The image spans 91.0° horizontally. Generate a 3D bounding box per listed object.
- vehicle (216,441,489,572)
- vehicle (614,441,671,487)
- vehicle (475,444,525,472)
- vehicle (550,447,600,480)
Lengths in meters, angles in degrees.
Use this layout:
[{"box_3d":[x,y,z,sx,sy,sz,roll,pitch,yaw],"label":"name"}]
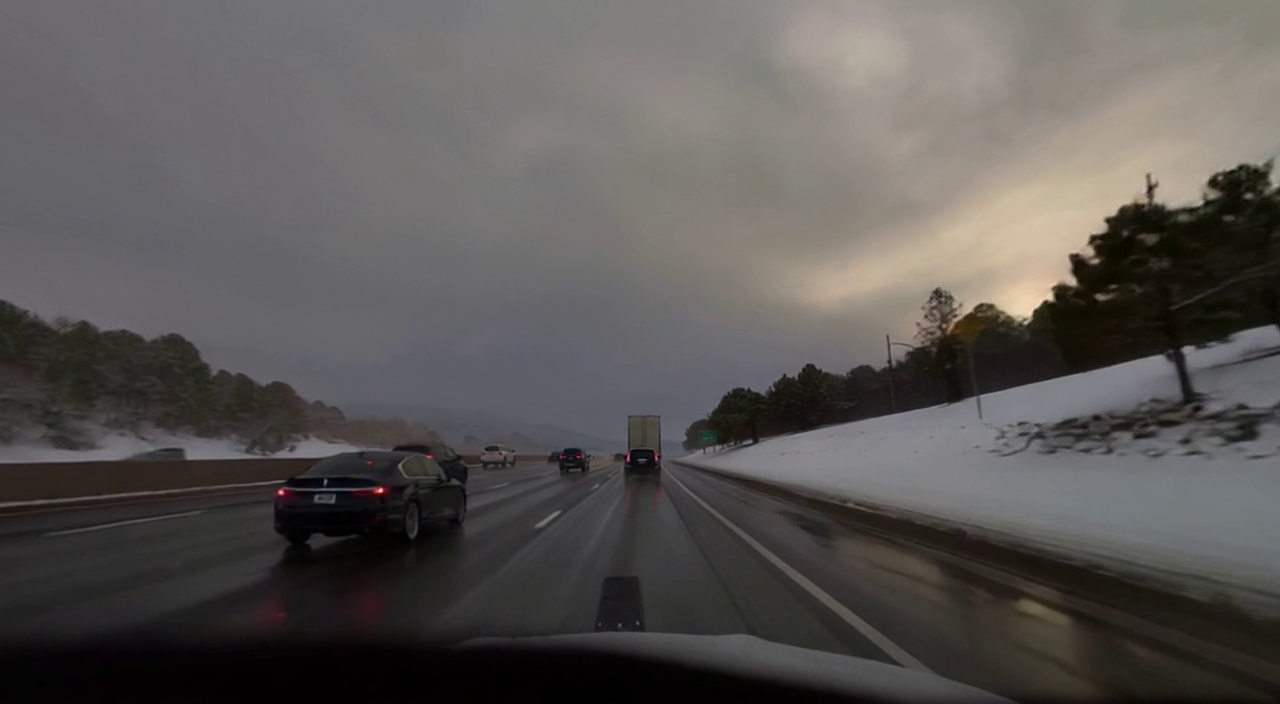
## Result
[{"box_3d":[-3.883,2.141,9.610,1.943,1.468,4.547,0,-9,1],"label":"vehicle"},{"box_3d":[0.107,4.818,27.494,2.281,1.795,4.297,1,-9,0],"label":"vehicle"},{"box_3d":[-10.941,8.331,49.804,2.421,2.025,6.236,0,-9,1],"label":"vehicle"},{"box_3d":[-3.494,6.075,34.621,2.155,1.661,4.477,0,-9,1],"label":"vehicle"}]
